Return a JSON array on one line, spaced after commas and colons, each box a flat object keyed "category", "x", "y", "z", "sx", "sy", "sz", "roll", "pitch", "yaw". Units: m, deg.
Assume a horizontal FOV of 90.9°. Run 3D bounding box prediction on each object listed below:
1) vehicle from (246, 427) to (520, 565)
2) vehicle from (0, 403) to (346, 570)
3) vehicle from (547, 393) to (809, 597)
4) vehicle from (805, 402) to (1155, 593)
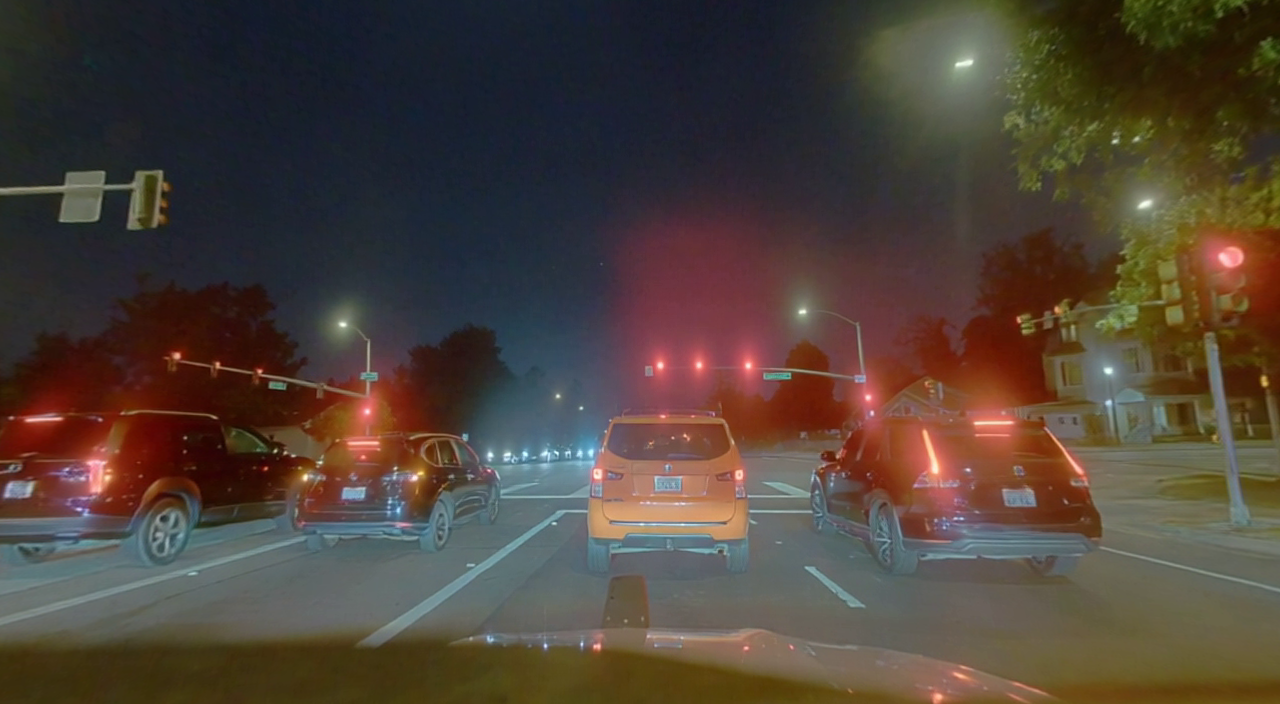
[{"category": "vehicle", "x": -3.236, "y": 1.887, "z": 9.104, "sx": 1.885, "sy": 1.475, "sz": 4.359, "roll": -1, "pitch": -8, "yaw": 4}, {"category": "vehicle", "x": -6.634, "y": 1.816, "z": 9.321, "sx": 2.075, "sy": 1.796, "sz": 4.785, "roll": 0, "pitch": -8, "yaw": 2}, {"category": "vehicle", "x": 0.396, "y": 1.515, "z": 7.488, "sx": 2.198, "sy": 1.708, "sz": 4.170, "roll": 0, "pitch": -8, "yaw": 2}, {"category": "vehicle", "x": 3.530, "y": 1.587, "z": 7.746, "sx": 2.047, "sy": 1.638, "sz": 4.395, "roll": -1, "pitch": -8, "yaw": 4}]
